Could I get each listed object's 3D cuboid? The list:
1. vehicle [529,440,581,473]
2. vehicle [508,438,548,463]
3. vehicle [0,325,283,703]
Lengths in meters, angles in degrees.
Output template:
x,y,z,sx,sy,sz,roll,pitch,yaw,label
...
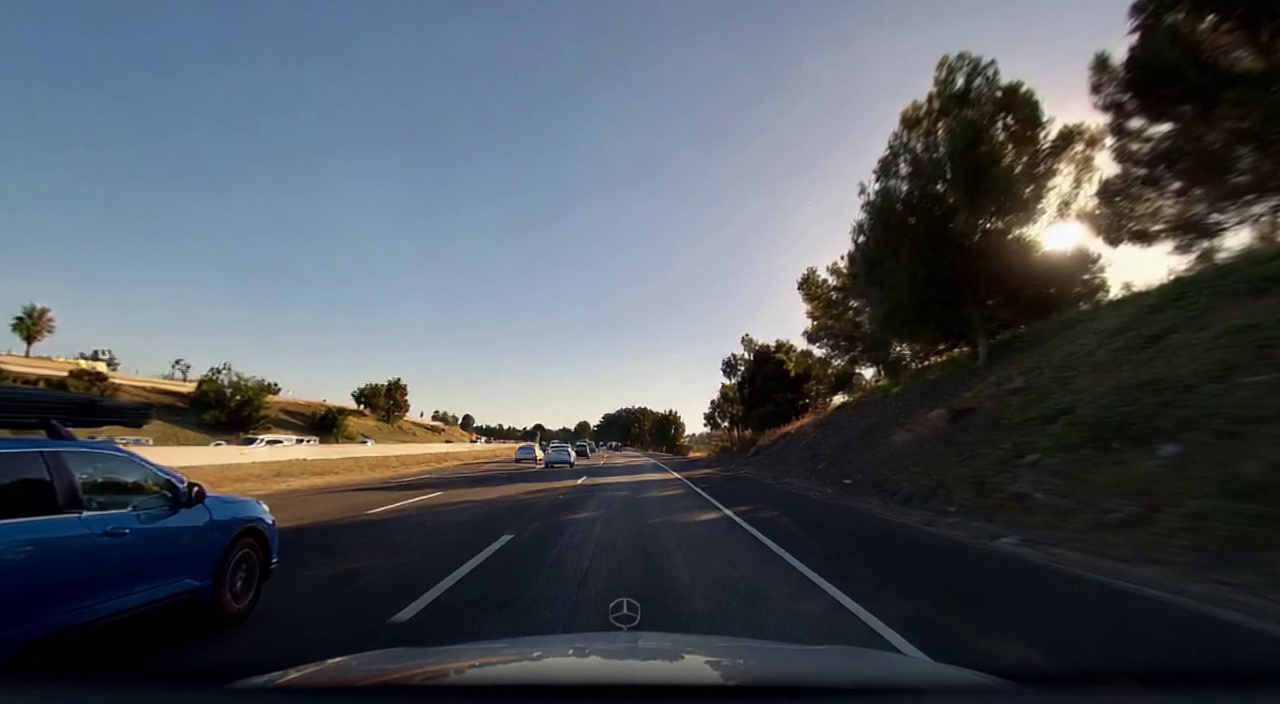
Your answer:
x,y,z,sx,sy,sz,roll,pitch,yaw,label
-4.197,5.251,31.842,2.012,1.509,4.359,0,-9,0,vehicle
-8.342,7.396,47.294,2.186,1.800,4.760,0,-9,0,vehicle
-3.822,0.717,2.143,2.200,1.807,5.041,0,-9,1,vehicle
